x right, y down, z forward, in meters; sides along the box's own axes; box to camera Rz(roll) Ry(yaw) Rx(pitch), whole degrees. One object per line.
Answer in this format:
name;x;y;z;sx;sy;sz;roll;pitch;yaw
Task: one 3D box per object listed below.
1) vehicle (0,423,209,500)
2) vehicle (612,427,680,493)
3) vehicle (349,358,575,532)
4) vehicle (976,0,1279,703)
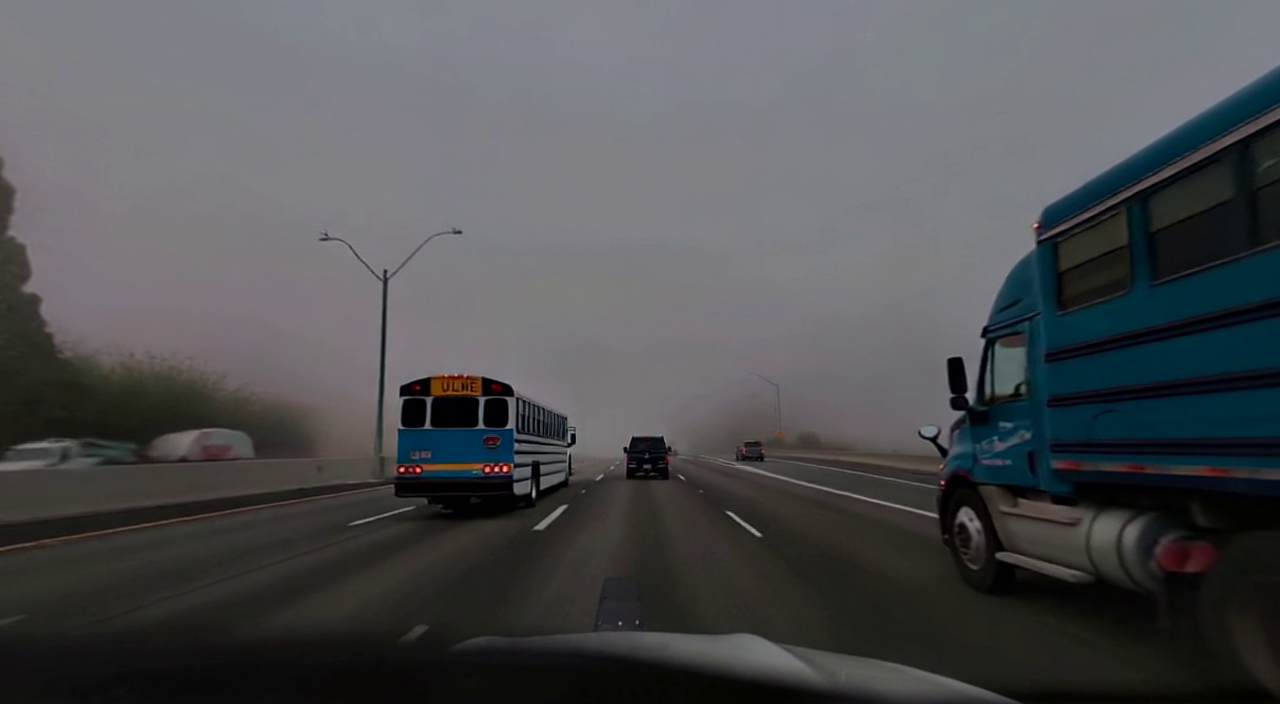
vehicle;-24.849;4.910;29.033;2.983;2.881;9.944;0;-9;0
vehicle;0.147;3.548;21.088;2.037;1.929;4.343;0;-9;-1
vehicle;-3.513;2.197;15.063;2.947;3.009;7.991;0;-8;1
vehicle;4.131;-0.188;1.333;3.050;3.810;6.889;-1;-8;2
